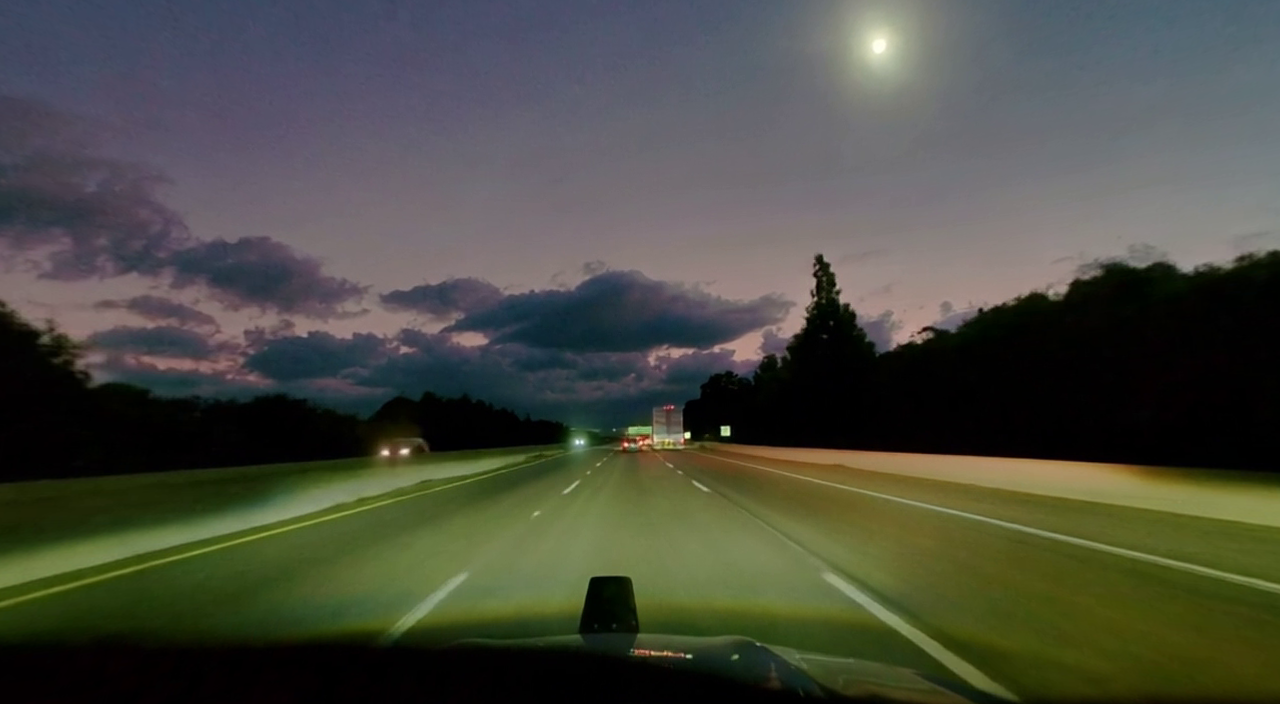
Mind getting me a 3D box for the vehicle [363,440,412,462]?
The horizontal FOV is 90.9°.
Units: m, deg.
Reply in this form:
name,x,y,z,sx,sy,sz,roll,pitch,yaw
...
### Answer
name,x,y,z,sx,sy,sz,roll,pitch,yaw
vehicle,-17.248,6.758,43.263,1.719,1.428,3.944,0,-8,-1
